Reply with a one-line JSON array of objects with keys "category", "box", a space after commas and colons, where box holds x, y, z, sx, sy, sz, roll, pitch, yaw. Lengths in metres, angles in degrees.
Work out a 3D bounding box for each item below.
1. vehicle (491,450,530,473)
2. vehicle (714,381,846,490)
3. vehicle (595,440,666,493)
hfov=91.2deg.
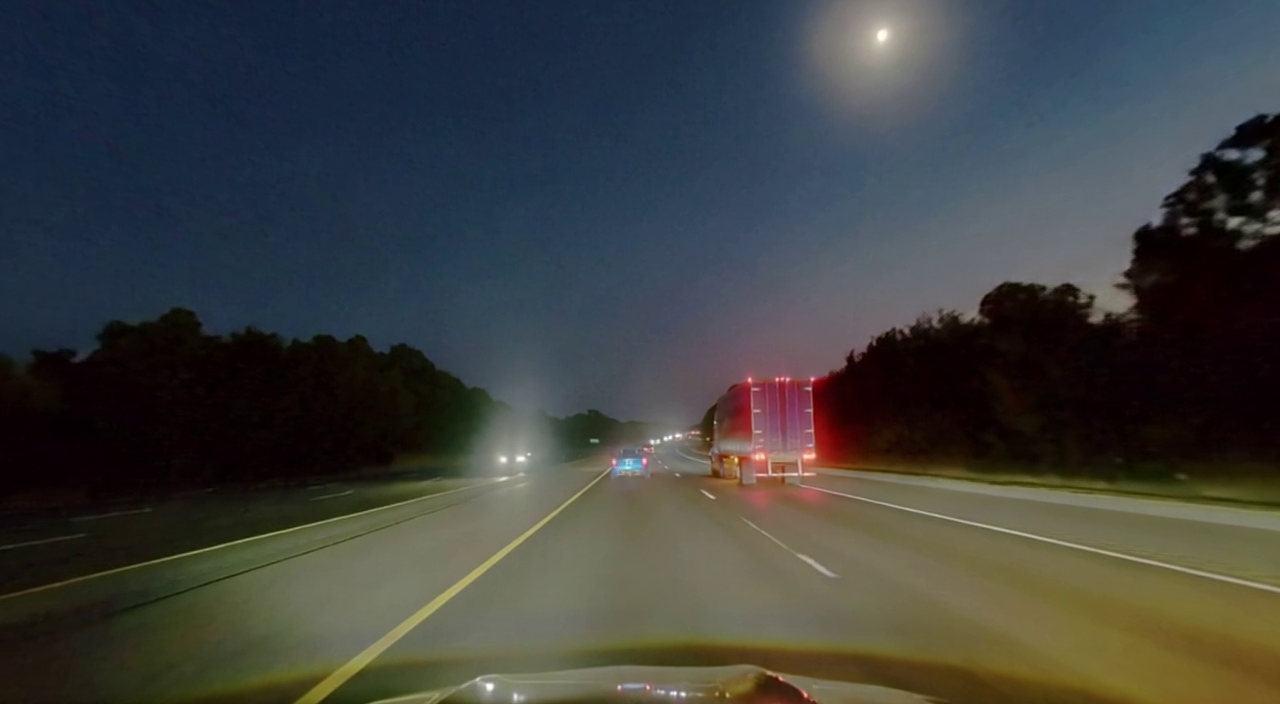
[{"category": "vehicle", "box": [-9.023, 7.668, 43.930, 1.844, 1.501, 3.817, -1, -9, 0]}, {"category": "vehicle", "box": [4.561, 3.001, 22.194, 2.791, 3.201, 7.145, 0, -9, -2]}, {"category": "vehicle", "box": [-0.289, 3.623, 20.172, 2.066, 1.490, 3.759, -1, -9, 0]}]
